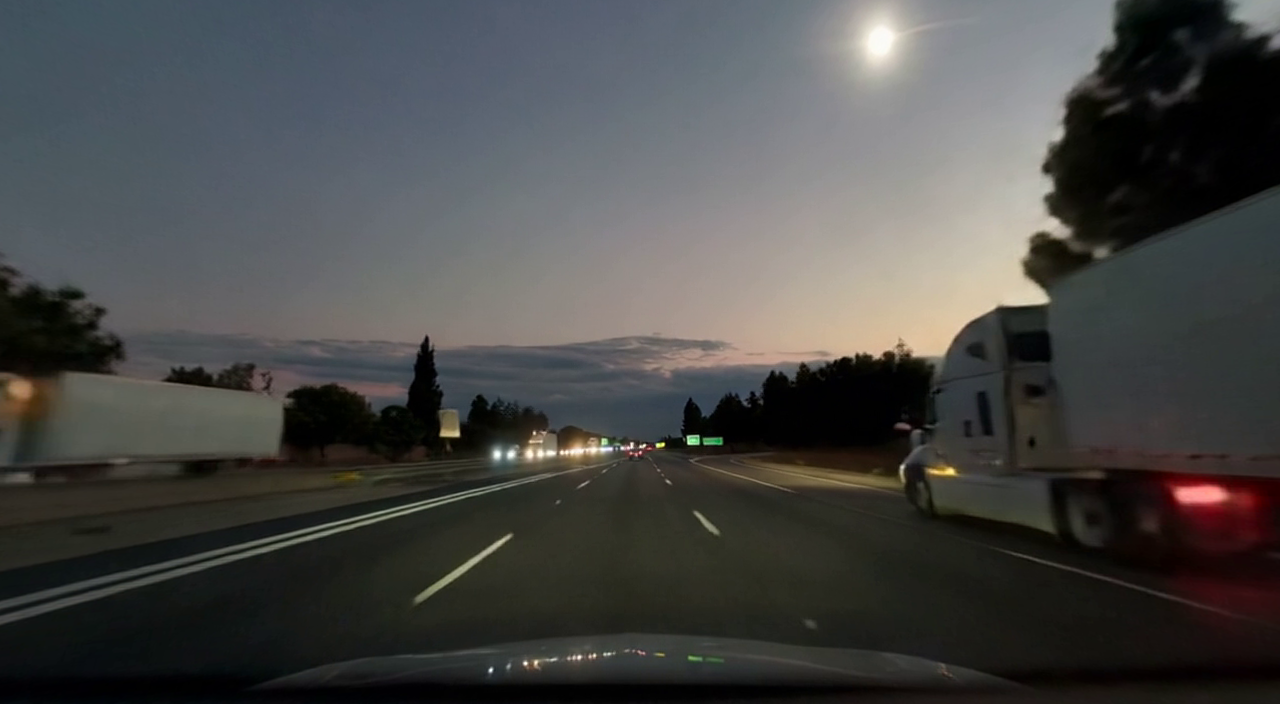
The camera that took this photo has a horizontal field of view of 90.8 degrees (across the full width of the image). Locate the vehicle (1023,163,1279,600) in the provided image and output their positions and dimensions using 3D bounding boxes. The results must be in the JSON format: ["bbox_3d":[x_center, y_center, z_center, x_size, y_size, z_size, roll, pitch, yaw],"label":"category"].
[{"bbox_3d":[6.888,-0.028,3.513,2.821,3.681,10.415,0,-9,-1],"label":"vehicle"}]

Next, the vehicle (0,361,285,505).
[{"bbox_3d":[-19.058,3.047,22.714,2.923,3.914,16.640,0,-9,0],"label":"vehicle"}]
